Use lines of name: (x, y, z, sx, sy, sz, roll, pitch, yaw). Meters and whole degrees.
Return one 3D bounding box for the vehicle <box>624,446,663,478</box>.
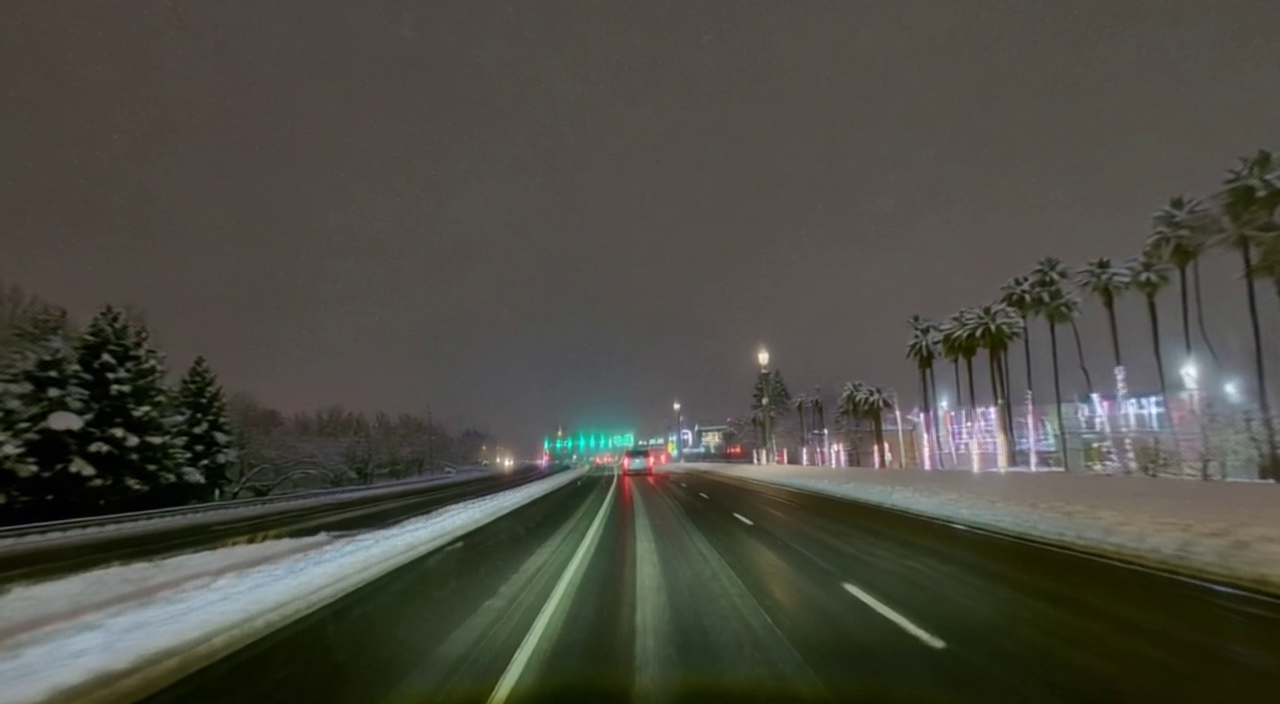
vehicle: (0.178, 6.288, 36.260, 2.089, 1.718, 4.193, 0, -9, 0)
